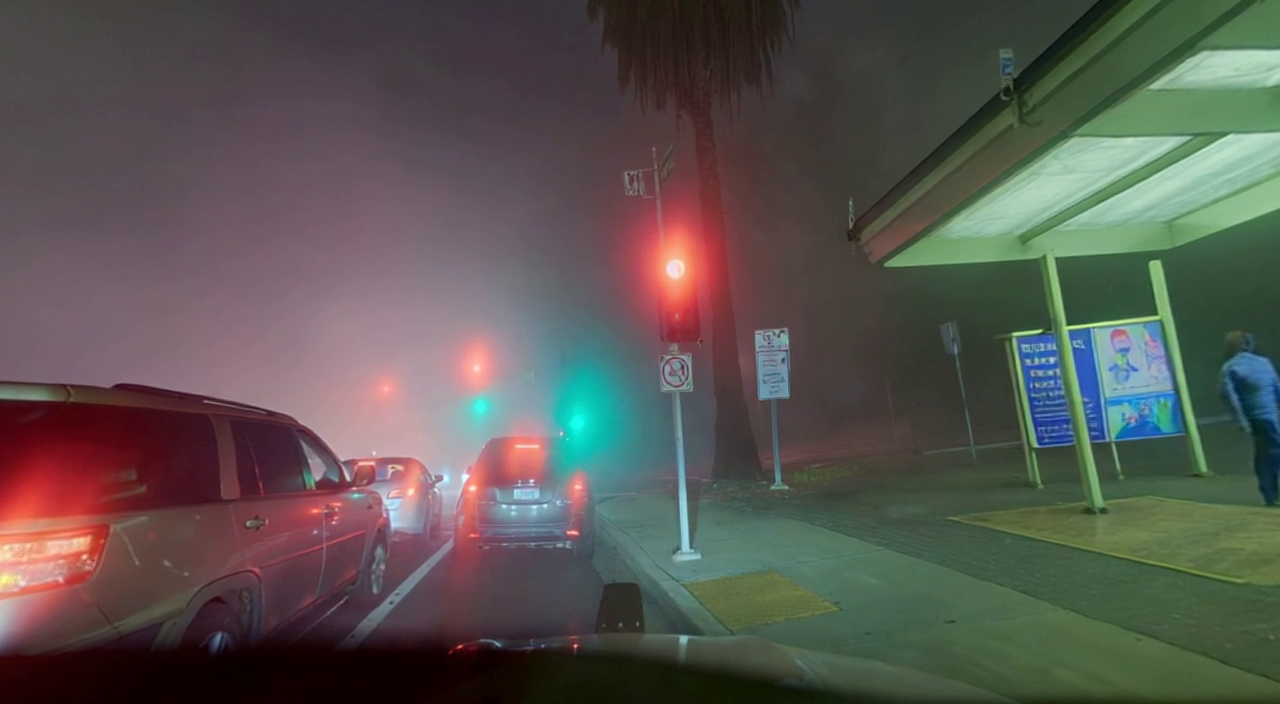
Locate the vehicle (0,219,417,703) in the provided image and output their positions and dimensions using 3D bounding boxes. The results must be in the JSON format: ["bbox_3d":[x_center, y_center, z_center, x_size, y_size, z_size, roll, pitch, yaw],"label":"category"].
[{"bbox_3d":[-2.766,0.907,3.227,2.098,1.851,4.571,1,-9,-7],"label":"vehicle"}]

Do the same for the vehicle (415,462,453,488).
[{"bbox_3d":[-14.623,8.688,44.989,1.964,1.642,4.085,1,-9,-10],"label":"vehicle"}]

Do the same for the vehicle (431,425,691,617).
[{"bbox_3d":[-1.014,1.651,7.233,2.065,1.467,4.289,2,-9,-11],"label":"vehicle"}]
